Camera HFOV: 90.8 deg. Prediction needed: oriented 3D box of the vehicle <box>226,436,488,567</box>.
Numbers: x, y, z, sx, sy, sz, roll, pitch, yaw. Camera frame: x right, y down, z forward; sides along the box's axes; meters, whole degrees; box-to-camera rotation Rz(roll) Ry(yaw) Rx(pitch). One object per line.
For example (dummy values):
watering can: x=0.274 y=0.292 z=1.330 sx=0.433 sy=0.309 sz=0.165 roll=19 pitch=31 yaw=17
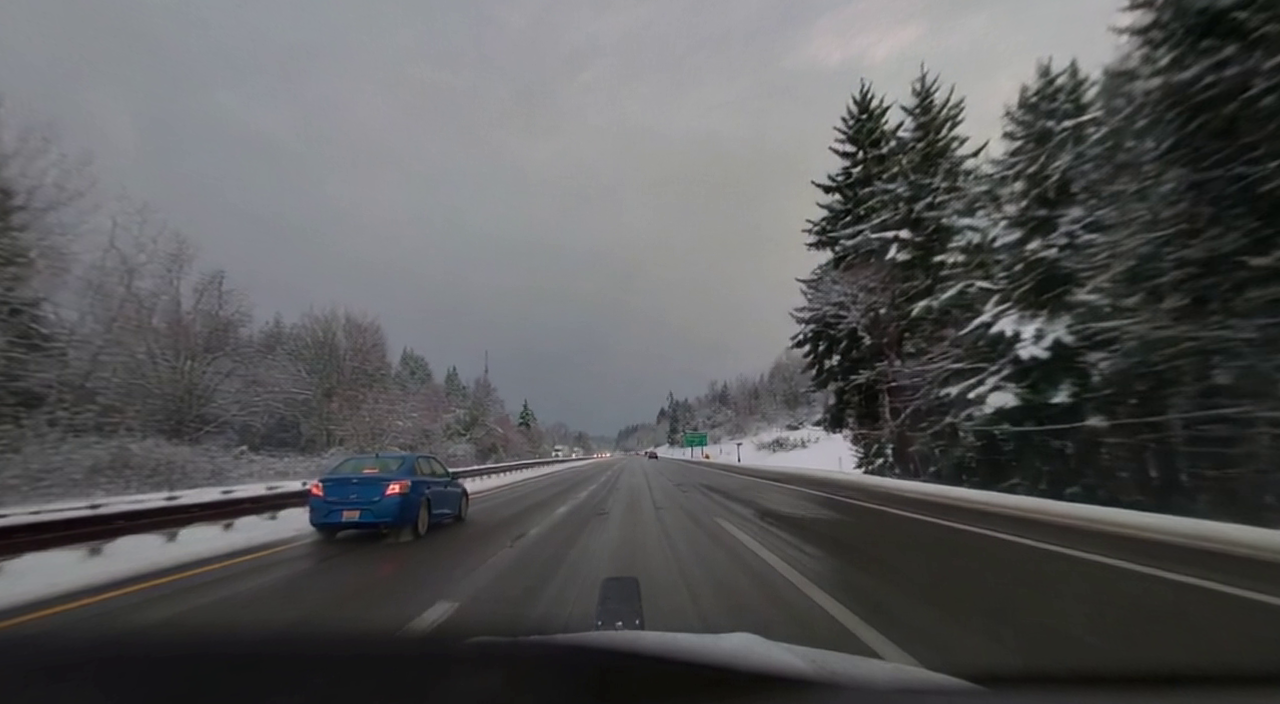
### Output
vehicle: x=-3.865 y=2.085 z=9.536 sx=2.121 sy=1.537 sz=3.852 roll=0 pitch=-9 yaw=1
